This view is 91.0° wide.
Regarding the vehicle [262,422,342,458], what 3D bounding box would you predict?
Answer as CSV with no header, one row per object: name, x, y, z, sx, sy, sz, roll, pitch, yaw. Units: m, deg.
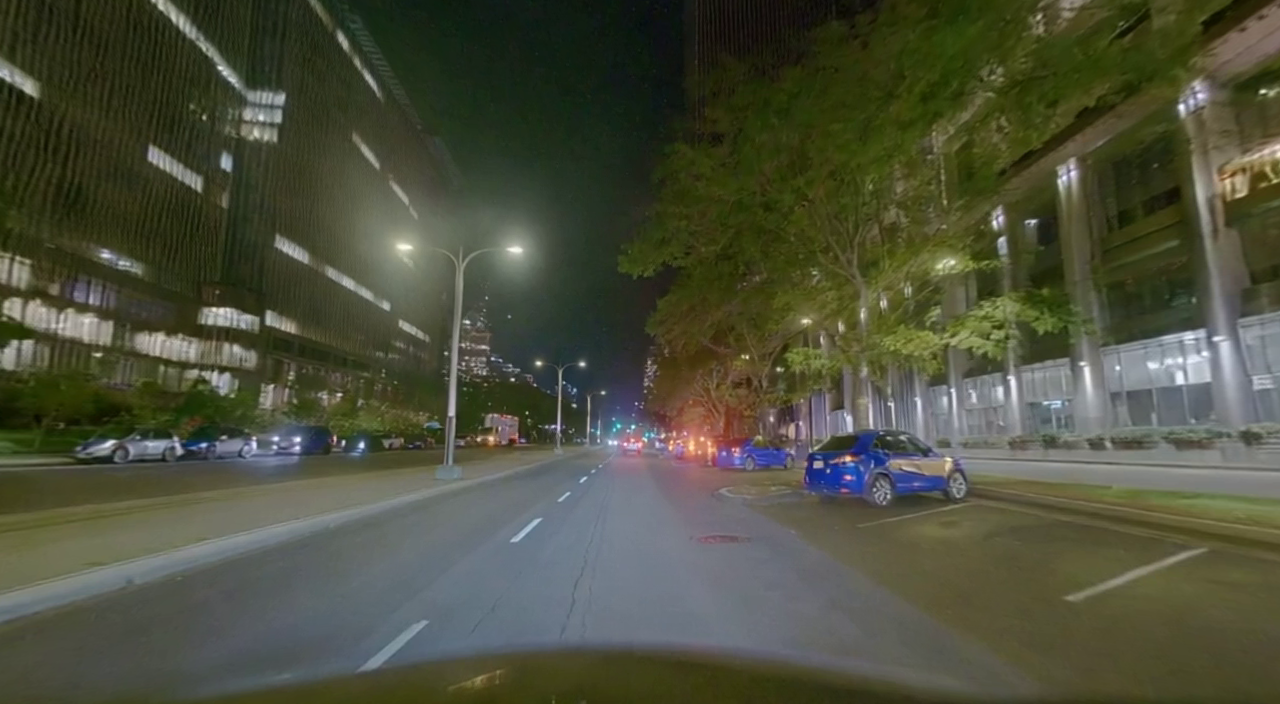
vehicle,-19.201,5.021,36.023,1.972,1.839,4.553,3,-8,0

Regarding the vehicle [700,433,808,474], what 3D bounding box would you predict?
vehicle,4.560,4.010,25.093,4.047,1.497,1.898,5,-10,-35

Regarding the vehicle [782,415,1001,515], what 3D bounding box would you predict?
vehicle,4.922,2.111,12.236,3.995,1.604,1.973,5,-10,-34

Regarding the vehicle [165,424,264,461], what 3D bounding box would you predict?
vehicle,-19.185,4.113,28.601,1.822,1.506,3.809,-1,-8,0

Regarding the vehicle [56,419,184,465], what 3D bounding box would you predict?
vehicle,-19.131,3.346,23.355,1.729,1.566,3.462,-1,-8,1

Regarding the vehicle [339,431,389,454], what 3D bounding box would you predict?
vehicle,-19.240,6.345,44.076,1.807,1.501,4.134,0,-8,-4
